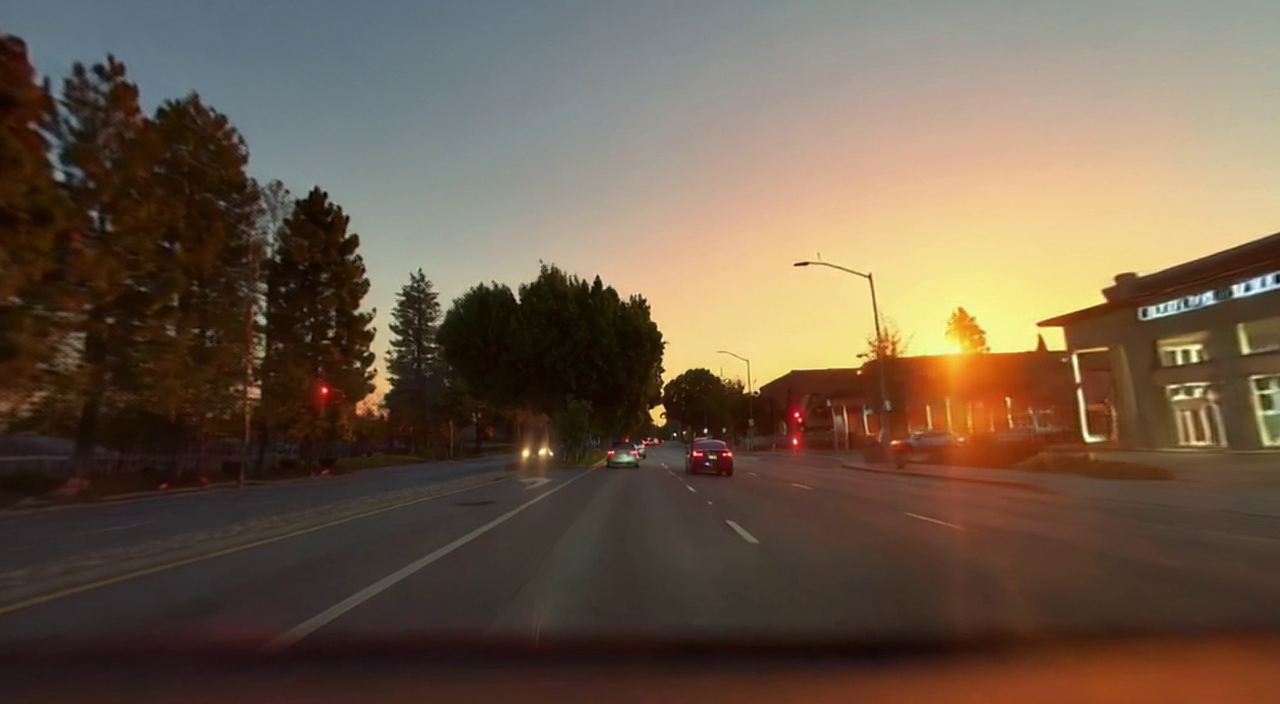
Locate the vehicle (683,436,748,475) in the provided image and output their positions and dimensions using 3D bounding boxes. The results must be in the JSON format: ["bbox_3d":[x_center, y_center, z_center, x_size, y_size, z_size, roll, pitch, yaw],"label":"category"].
[{"bbox_3d":[3.035,4.261,26.444,2.057,1.491,4.675,0,-8,-1],"label":"vehicle"}]

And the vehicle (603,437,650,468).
[{"bbox_3d":[-0.609,5.073,32.209,2.242,1.474,4.127,0,-8,0],"label":"vehicle"}]
